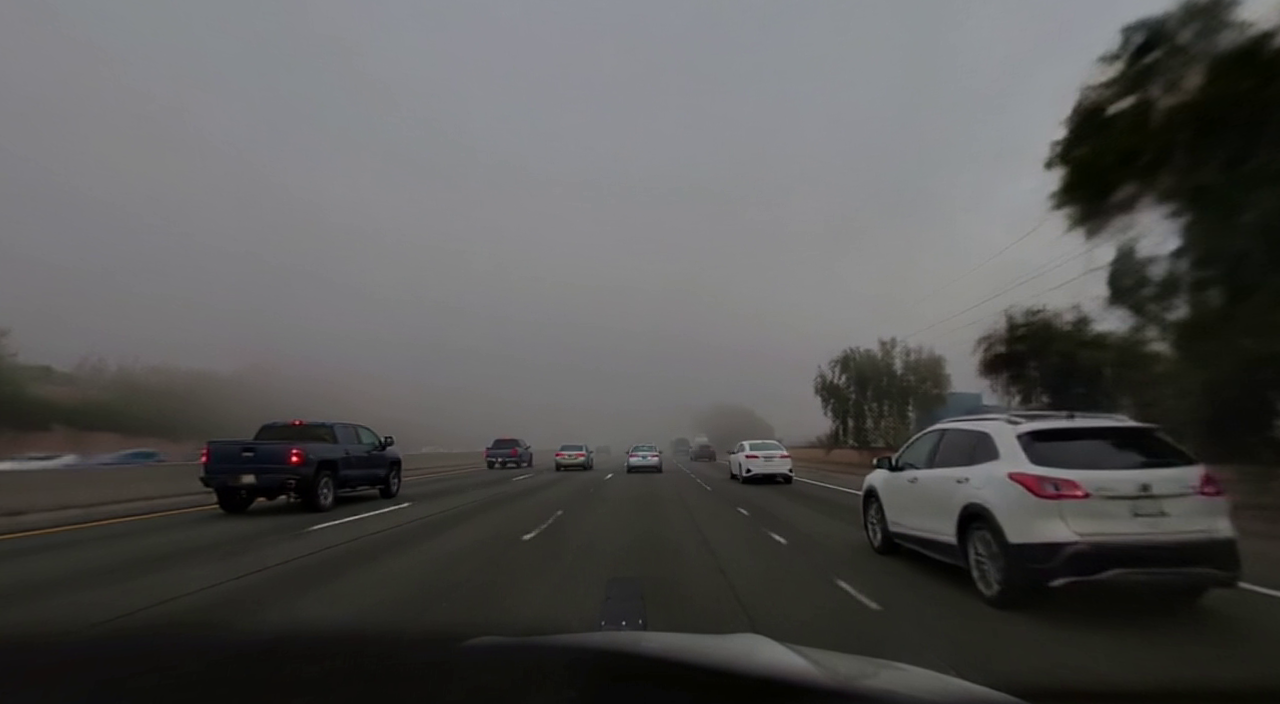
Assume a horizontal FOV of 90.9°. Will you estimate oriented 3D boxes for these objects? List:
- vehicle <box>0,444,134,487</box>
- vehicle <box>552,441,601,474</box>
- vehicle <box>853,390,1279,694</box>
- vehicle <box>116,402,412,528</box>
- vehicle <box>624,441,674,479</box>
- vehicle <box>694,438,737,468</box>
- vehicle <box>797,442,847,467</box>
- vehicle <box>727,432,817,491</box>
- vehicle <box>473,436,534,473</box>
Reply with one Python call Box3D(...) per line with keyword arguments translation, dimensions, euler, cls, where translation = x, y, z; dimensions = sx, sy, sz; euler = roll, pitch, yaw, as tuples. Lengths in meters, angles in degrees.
Box3D(translation=(-23.844, 4.595, 26.027), dimensions=(1.956, 1.583, 4.753), euler=(0, -8, 1), cls="vehicle")
Box3D(translation=(-3.003, 5.123, 30.806), dimensions=(1.904, 1.479, 4.274), euler=(0, -8, 1), cls="vehicle")
Box3D(translation=(3.643, 1.320, 5.546), dimensions=(2.051, 1.595, 4.301), euler=(0, -8, 1), cls="vehicle")
Box3D(translation=(-6.913, 2.182, 12.752), dimensions=(2.269, 1.936, 5.777), euler=(-1, -8, 2), cls="vehicle")
Box3D(translation=(0.350, 4.510, 26.542), dimensions=(1.966, 1.444, 3.986), euler=(0, -8, 0), cls="vehicle")
Box3D(translation=(4.721, 6.353, 39.939), dimensions=(2.195, 1.778, 4.455), euler=(0, -8, 0), cls="vehicle")
Box3D(translation=(11.625, 6.562, 40.553), dimensions=(1.816, 1.480, 4.468), euler=(0, -8, 0), cls="vehicle")
Box3D(translation=(4.187, 3.531, 20.699), dimensions=(2.002, 1.691, 4.290), euler=(0, -8, 0), cls="vehicle")
Box3D(translation=(-6.653, 5.057, 31.201), dimensions=(1.978, 1.680, 4.263), euler=(0, -8, 1), cls="vehicle")
